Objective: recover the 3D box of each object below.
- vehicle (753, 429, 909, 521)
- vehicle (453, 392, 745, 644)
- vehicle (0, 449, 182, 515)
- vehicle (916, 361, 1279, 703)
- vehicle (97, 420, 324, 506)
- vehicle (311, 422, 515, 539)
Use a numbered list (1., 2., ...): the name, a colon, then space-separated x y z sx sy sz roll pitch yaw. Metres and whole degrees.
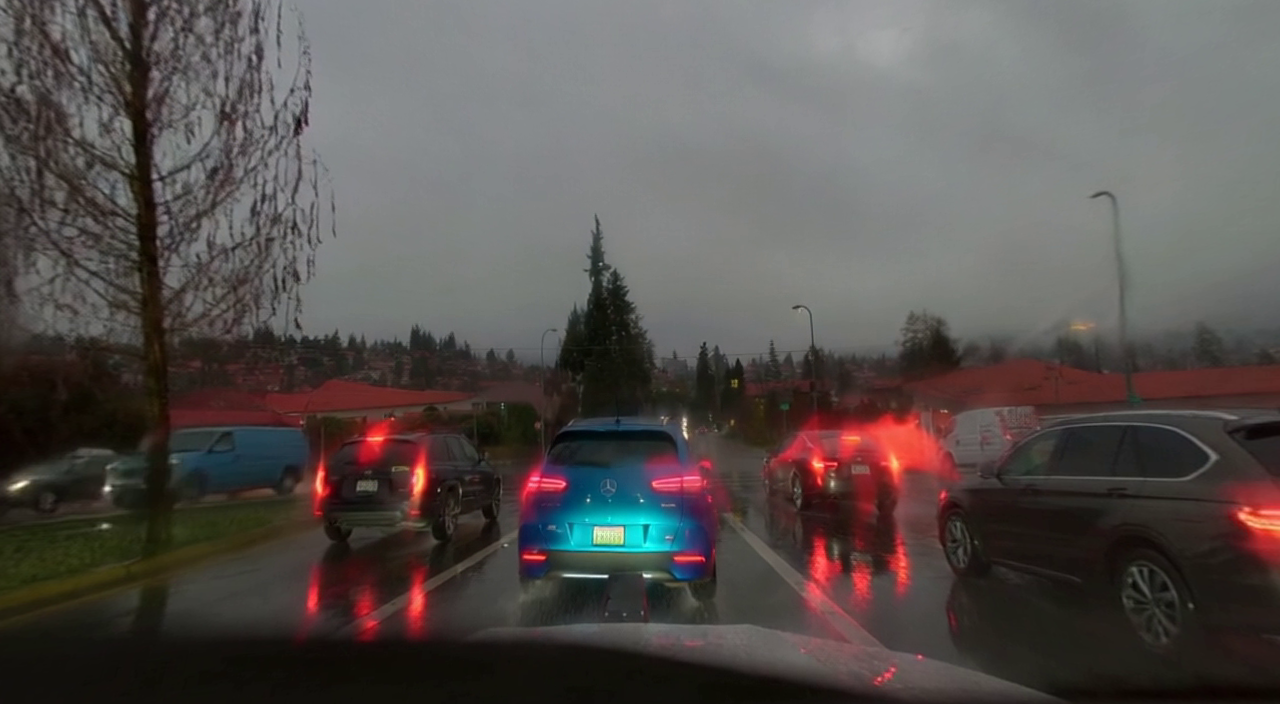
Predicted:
1. vehicle: 3.648 2.409 12.827 1.847 1.554 3.885 0 -8 -2
2. vehicle: -0.164 1.439 6.466 2.022 1.700 4.084 0 -8 4
3. vehicle: -15.890 3.558 17.902 2.057 1.540 4.884 0 -8 1
4. vehicle: 4.143 1.226 5.095 2.014 1.740 4.515 -1 -8 4
5. vehicle: -12.231 3.208 18.740 2.405 2.098 5.888 0 -8 2
6. vehicle: -3.777 2.204 11.472 2.012 1.701 4.316 0 -8 1
